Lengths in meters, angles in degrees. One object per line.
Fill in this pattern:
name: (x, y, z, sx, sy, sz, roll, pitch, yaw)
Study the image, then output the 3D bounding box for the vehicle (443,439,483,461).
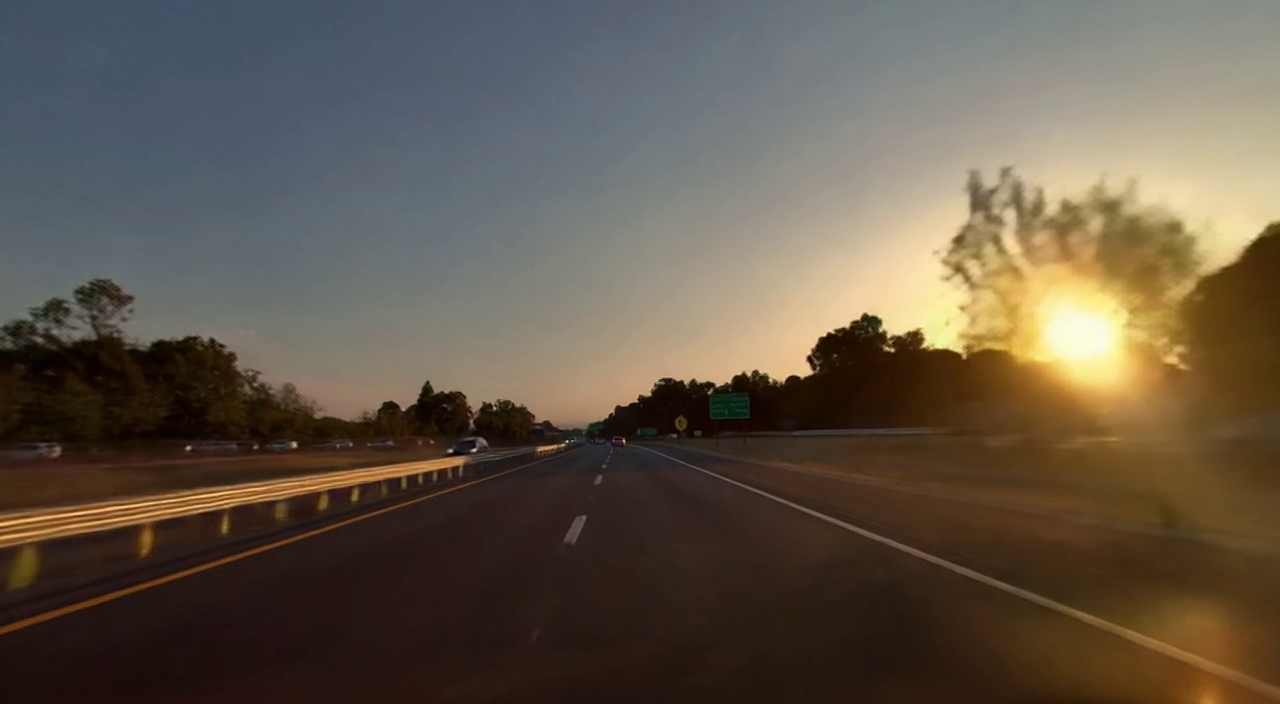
vehicle: (-12.881, 7.110, 45.976, 1.865, 1.508, 3.921, 0, -8, 0)

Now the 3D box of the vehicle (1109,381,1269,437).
vehicle: (42.783, 4.780, 49.852, 2.777, 3.872, 11.870, -1, -8, 5)
